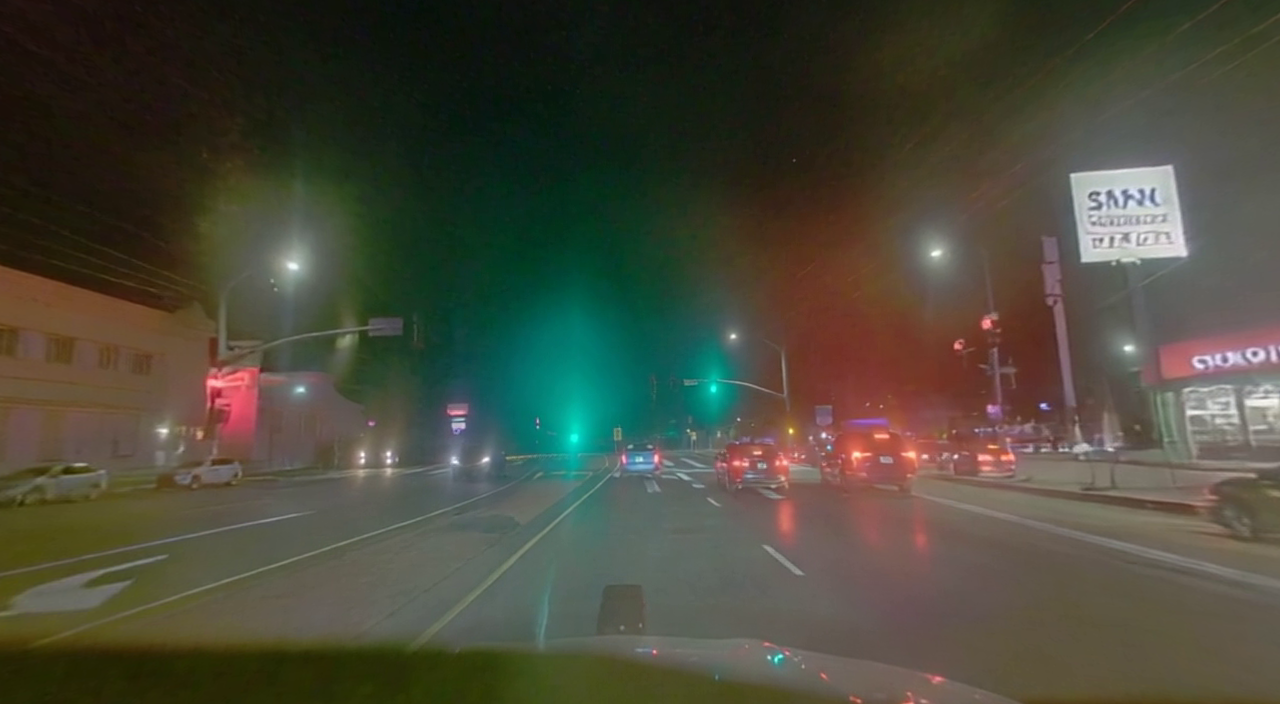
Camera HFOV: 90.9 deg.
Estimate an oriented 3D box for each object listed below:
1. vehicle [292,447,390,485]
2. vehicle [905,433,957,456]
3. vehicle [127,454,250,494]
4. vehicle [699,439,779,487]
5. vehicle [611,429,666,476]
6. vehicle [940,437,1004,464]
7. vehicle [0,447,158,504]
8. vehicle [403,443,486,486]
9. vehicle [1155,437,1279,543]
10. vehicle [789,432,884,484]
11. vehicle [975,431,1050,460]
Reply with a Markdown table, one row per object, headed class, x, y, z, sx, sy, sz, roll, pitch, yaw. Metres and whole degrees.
| class | x | y | z | sx | sy | sz | roll | pitch | yaw |
| --- | --- | --- | --- | --- | --- | --- | --- | --- | --- |
| vehicle | -12.689 | 4.852 | 27.123 | 1.887 | 1.453 | 4.696 | 0 | -8 | 0 |
| vehicle | 22.924 | 7.261 | 49.873 | 1.904 | 1.712 | 4.552 | 0 | -7 | -1 |
| vehicle | -18.751 | 5.048 | 26.480 | 1.843 | 1.468 | 4.475 | -1 | -8 | 0 |
| vehicle | 3.310 | 3.790 | 21.945 | 1.963 | 1.484 | 4.609 | 0 | -8 | -1 |
| vehicle | -0.022 | 4.384 | 27.583 | 2.210 | 1.861 | 4.280 | 0 | -8 | 1 |
| vehicle | 19.845 | 5.881 | 37.842 | 1.807 | 1.491 | 3.858 | -1 | -8 | 2 |
| vehicle | -19.120 | 4.190 | 21.337 | 2.062 | 1.634 | 4.535 | -2 | -11 | -1 |
| vehicle | -7.550 | 4.356 | 24.818 | 2.102 | 1.496 | 4.465 | 0 | -8 | -4 |
| vehicle | 10.202 | 2.032 | 9.000 | 1.845 | 1.454 | 4.620 | 0 | -6 | 0 |
| vehicle | 7.073 | 3.859 | 23.230 | 2.040 | 1.738 | 4.414 | 0 | -8 | -1 |
| vehicle | 22.178 | 5.642 | 37.714 | 1.988 | 1.632 | 4.181 | 0 | -9 | 2 |
